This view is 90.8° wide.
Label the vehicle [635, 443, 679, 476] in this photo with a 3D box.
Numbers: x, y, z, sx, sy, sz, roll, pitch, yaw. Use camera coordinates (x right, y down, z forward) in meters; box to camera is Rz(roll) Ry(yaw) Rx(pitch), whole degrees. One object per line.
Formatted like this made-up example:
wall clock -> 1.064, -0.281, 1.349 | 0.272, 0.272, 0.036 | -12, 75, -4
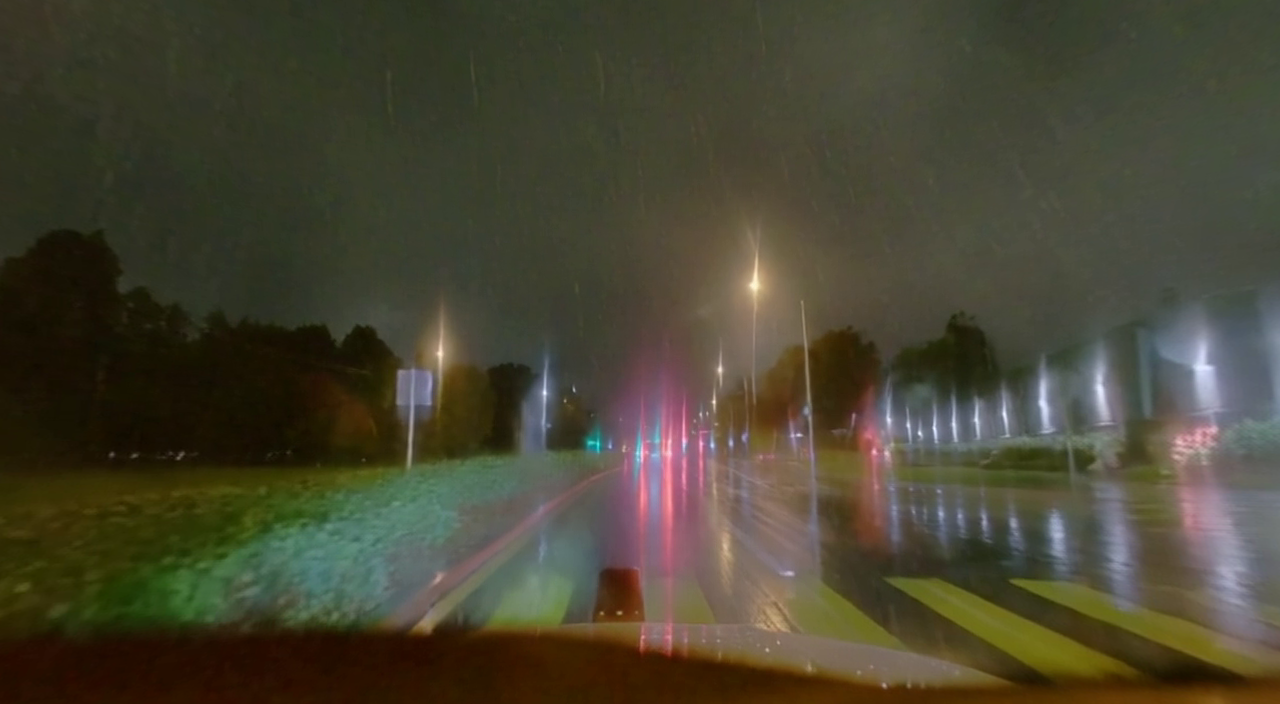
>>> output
vehicle -> 0.916, 5.582, 33.089 | 2.158, 1.600, 3.865 | 0, -9, 2
